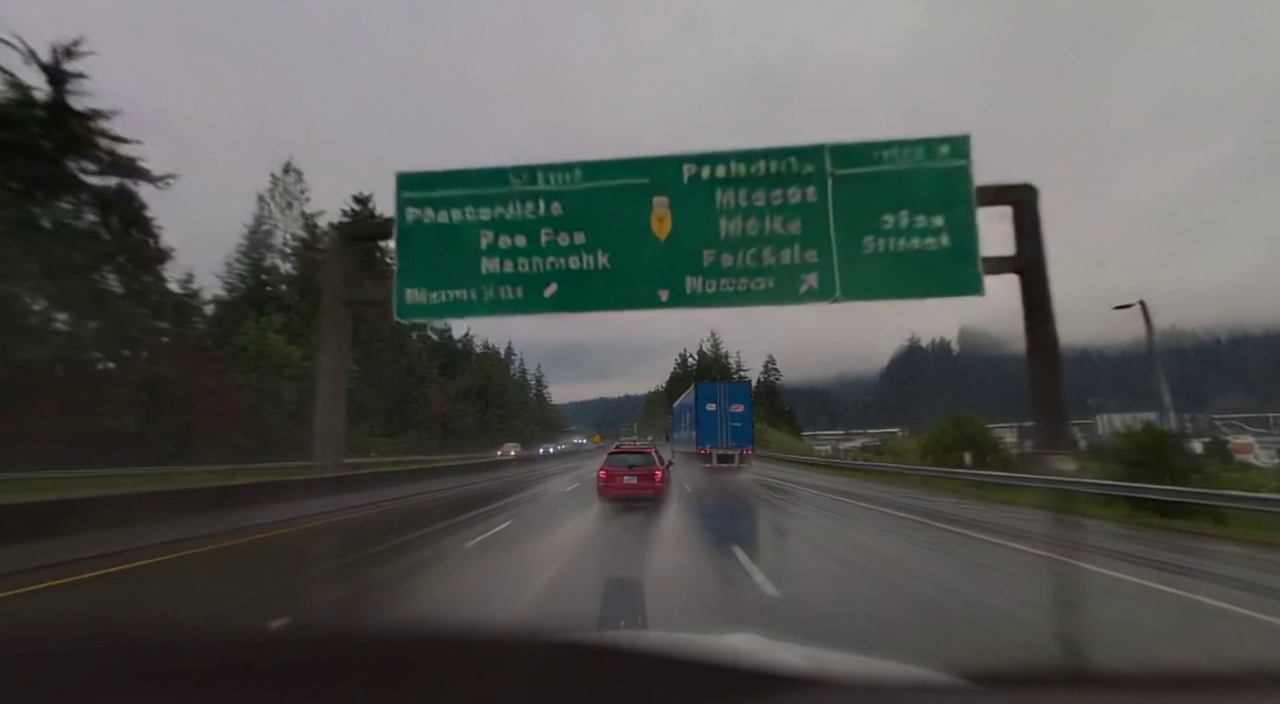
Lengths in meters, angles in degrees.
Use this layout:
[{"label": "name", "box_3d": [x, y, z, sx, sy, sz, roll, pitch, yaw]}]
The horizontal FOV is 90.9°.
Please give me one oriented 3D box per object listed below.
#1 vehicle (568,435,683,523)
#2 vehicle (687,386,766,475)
[{"label": "vehicle", "box_3d": [-0.204, 2.625, 13.520, 2.039, 1.532, 4.610, 0, -9, 1]}, {"label": "vehicle", "box_3d": [4.433, 4.644, 35.630, 2.960, 4.018, 13.834, 0, -9, 2]}]
